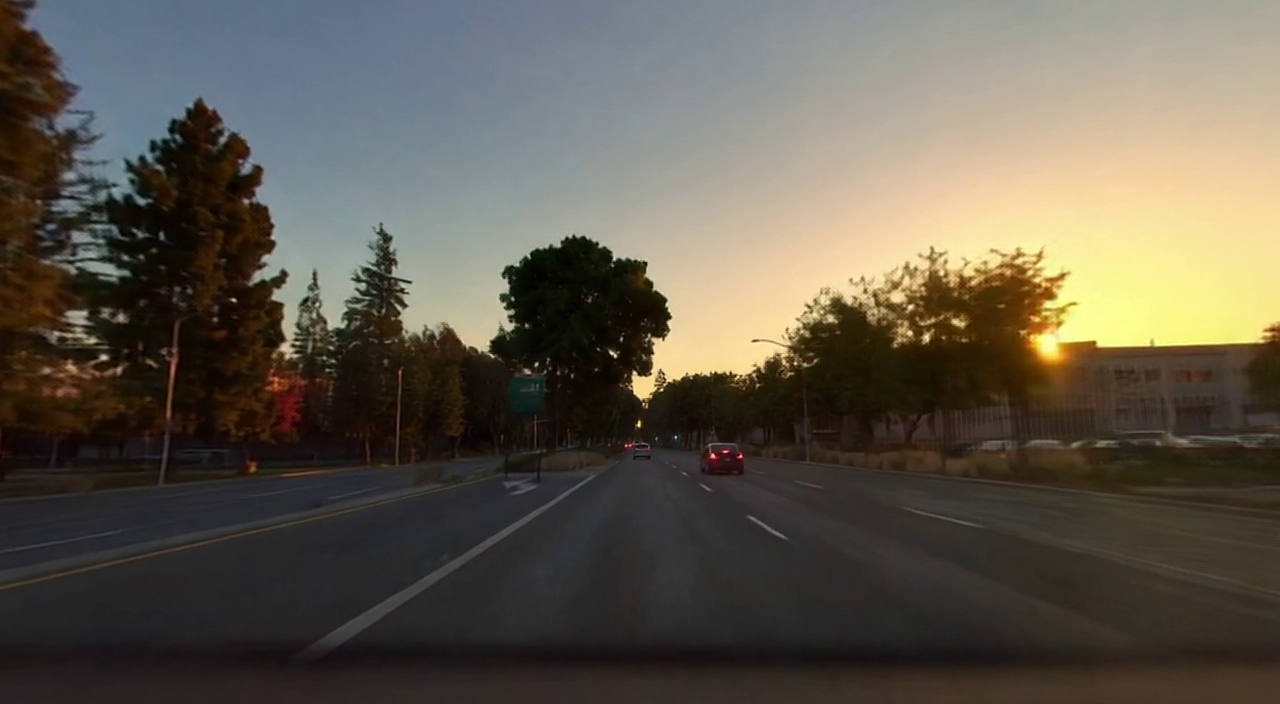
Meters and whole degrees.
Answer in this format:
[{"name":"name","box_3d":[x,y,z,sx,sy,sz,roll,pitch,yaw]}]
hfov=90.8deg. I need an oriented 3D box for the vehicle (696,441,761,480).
[{"name":"vehicle","box_3d":[3.622,4.536,26.715,1.948,1.479,4.620,0,-8,-2]}]
